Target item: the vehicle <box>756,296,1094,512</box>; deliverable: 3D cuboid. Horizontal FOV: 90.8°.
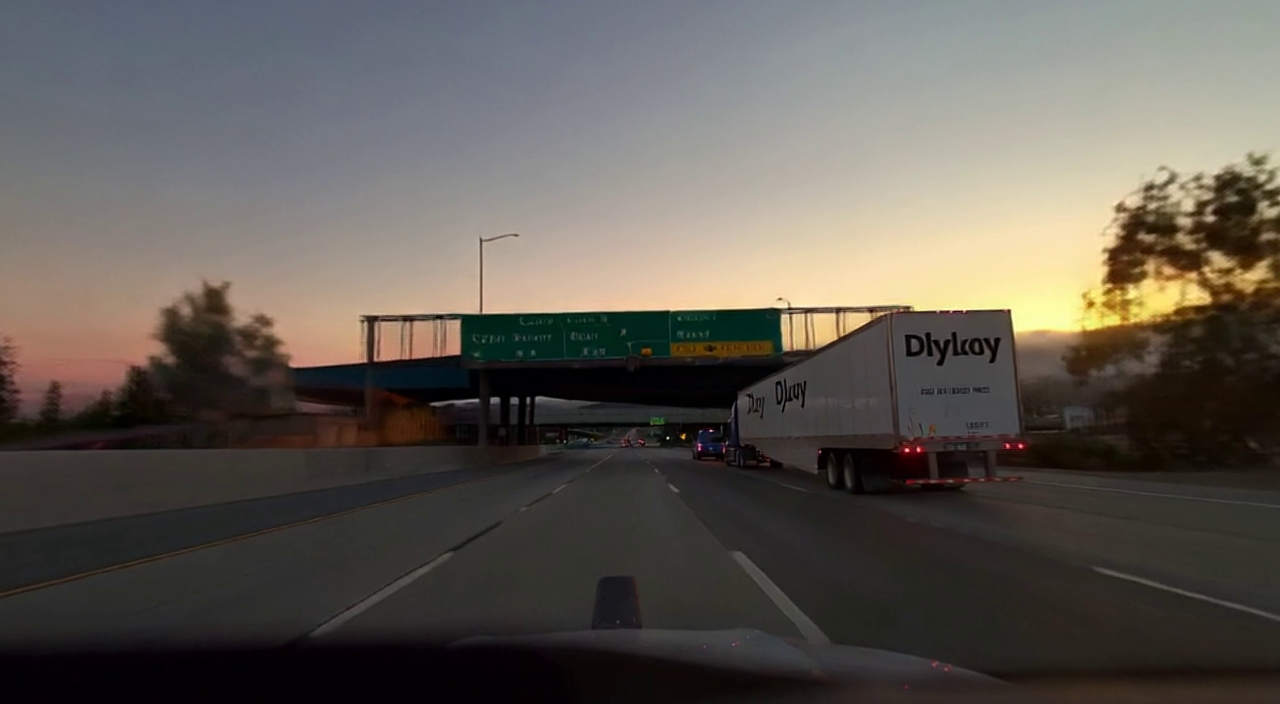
[{"bbox_3d":[6.636,2.084,19.640,2.962,3.947,16.241,0,-8,0],"label":"vehicle"}]
